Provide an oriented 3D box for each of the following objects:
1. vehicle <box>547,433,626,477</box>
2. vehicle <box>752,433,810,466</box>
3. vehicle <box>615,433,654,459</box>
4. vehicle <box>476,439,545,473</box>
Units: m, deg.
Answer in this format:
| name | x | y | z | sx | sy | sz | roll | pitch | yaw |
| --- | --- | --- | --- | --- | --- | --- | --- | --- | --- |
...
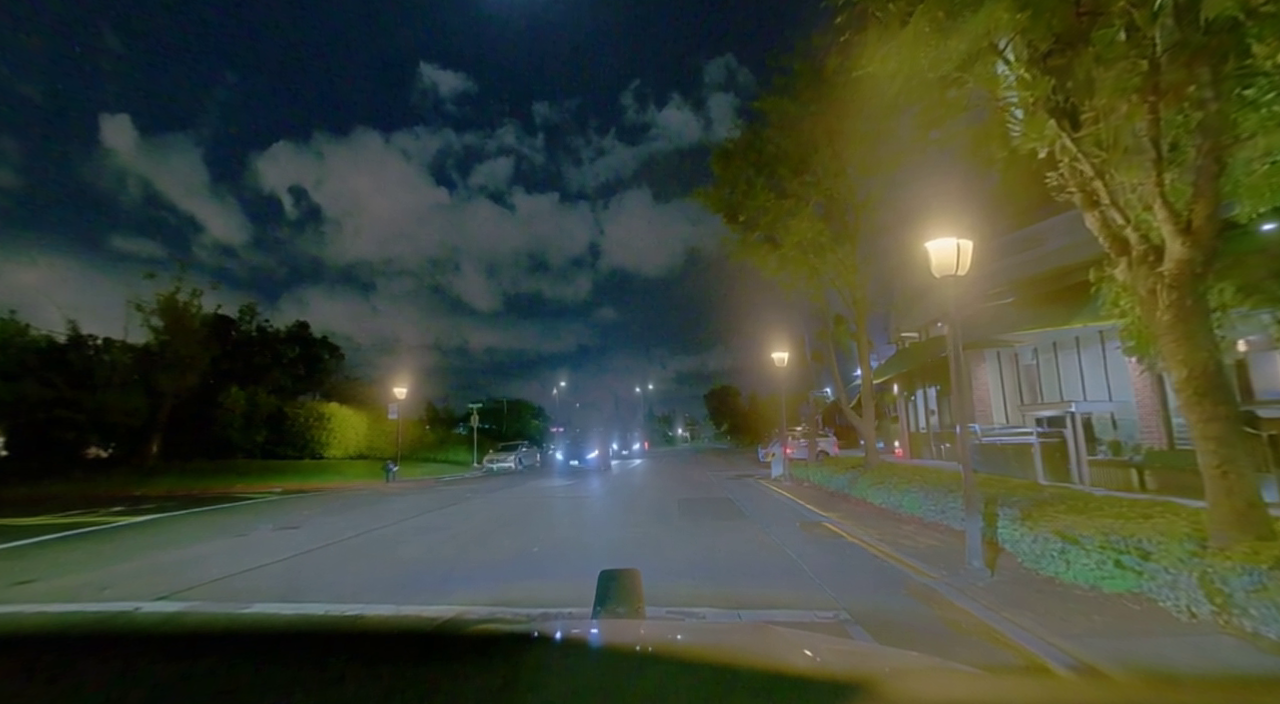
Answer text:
| name | x | y | z | sx | sy | sz | roll | pitch | yaw |
| --- | --- | --- | --- | --- | --- | --- | --- | --- | --- |
| vehicle | -1.930 | 3.944 | 24.414 | 2.056 | 1.508 | 4.596 | -1 | -9 | 8 |
| vehicle | 6.724 | 4.675 | 30.599 | 1.918 | 1.461 | 4.419 | 0 | -8 | 1 |
| vehicle | -0.291 | 6.426 | 43.041 | 2.110 | 1.651 | 4.410 | -1 | -9 | 7 |
| vehicle | -6.038 | 4.924 | 30.002 | 1.968 | 1.443 | 4.358 | -1 | -9 | 6 |
